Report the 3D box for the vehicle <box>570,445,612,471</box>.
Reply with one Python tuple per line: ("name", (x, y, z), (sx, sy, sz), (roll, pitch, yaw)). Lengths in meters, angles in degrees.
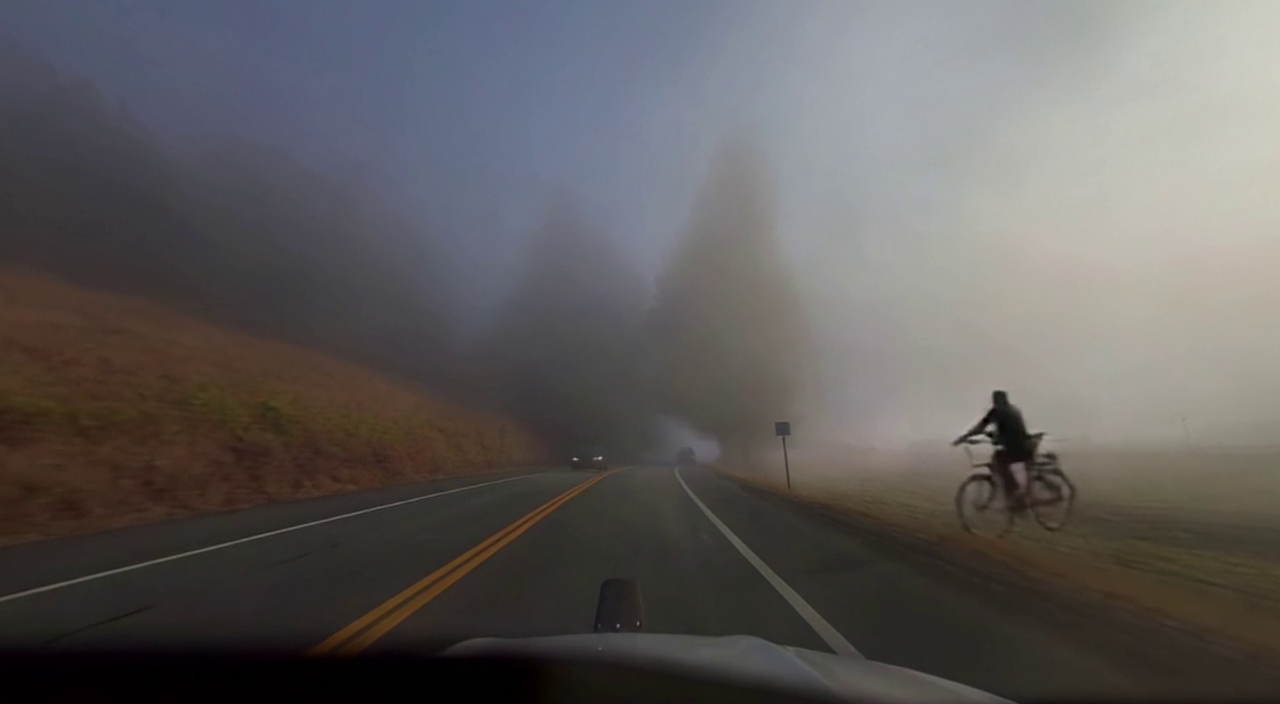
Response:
("vehicle", (-3.076, 6.814, 40.768), (2.049, 1.566, 4.387), (-1, -8, 5))
